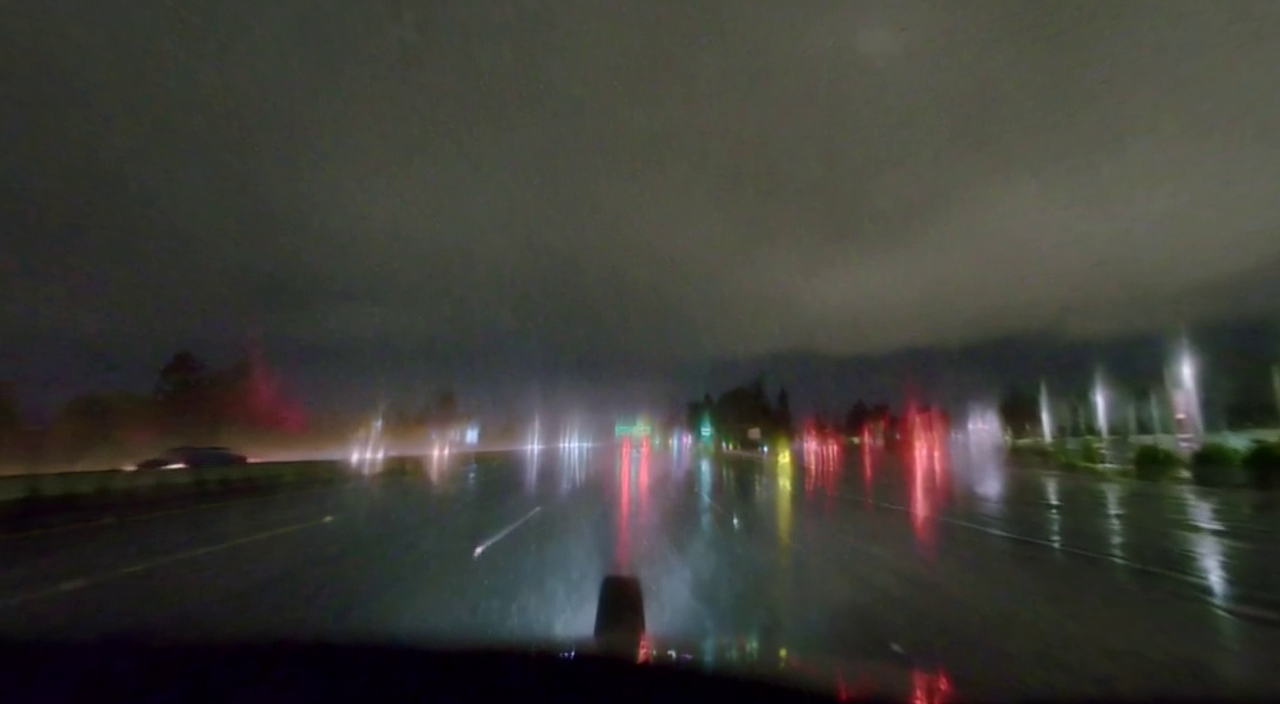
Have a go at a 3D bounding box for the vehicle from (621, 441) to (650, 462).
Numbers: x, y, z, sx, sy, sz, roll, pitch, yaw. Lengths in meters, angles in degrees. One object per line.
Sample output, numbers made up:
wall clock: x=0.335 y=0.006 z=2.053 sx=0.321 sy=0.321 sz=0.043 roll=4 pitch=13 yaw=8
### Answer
vehicle: x=-0.366 y=7.328 z=46.695 sx=2.025 sy=1.460 sz=4.189 roll=0 pitch=-9 yaw=-1

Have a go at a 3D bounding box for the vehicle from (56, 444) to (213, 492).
vehicle: x=-17.614 y=4.034 z=22.358 sx=1.974 sy=1.513 sz=4.348 roll=0 pitch=-9 yaw=-1
